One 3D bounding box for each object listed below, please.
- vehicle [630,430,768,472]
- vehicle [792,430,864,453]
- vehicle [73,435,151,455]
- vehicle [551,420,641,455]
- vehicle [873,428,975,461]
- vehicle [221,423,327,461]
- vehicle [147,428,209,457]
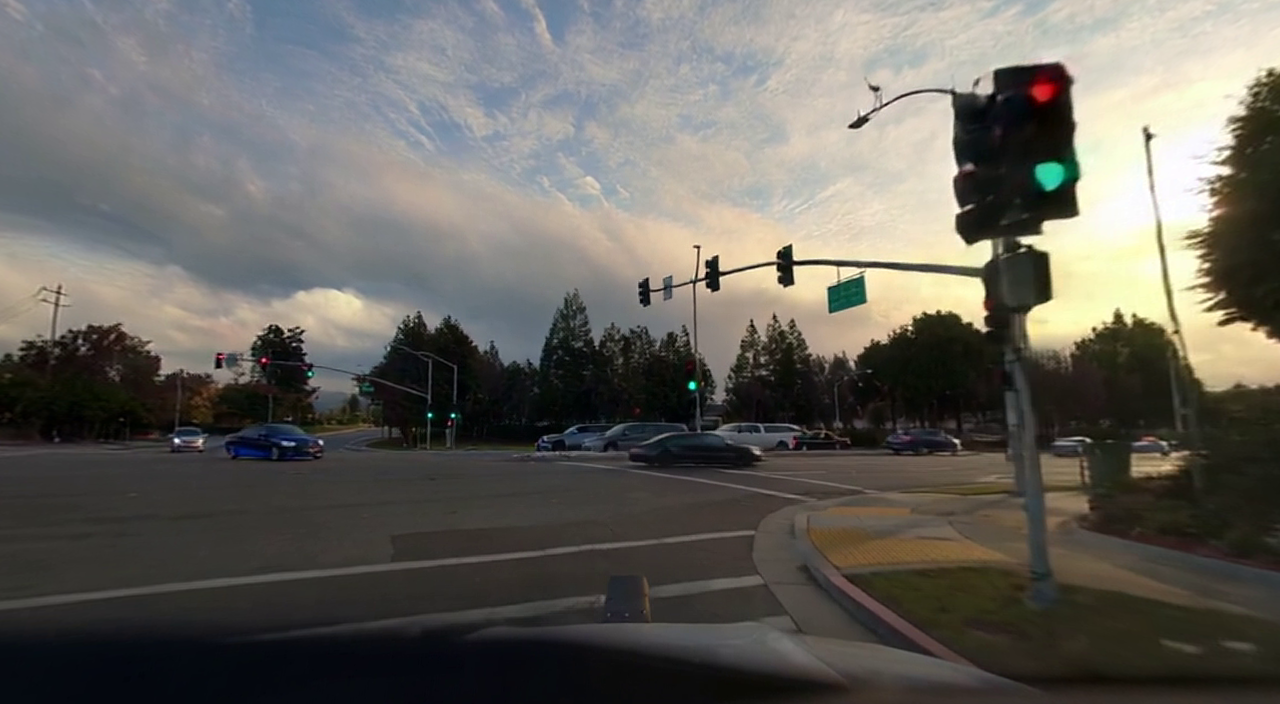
[{"bbox_3d":[1.980,3.416,21.956,4.425,1.366,1.865,1,-8,-8],"label":"vehicle"},{"bbox_3d":[12.274,5.822,41.119,4.457,1.429,1.862,4,-9,-28],"label":"vehicle"},{"bbox_3d":[-41.774,7.354,49.894,4.826,1.484,2.000,-2,-8,10],"label":"vehicle"},{"bbox_3d":[-2.329,4.591,33.657,4.360,1.749,1.895,5,-10,-30],"label":"vehicle"},{"bbox_3d":[13.701,4.423,30.304,5.032,1.473,1.827,5,-10,-30],"label":"vehicle"},{"bbox_3d":[-15.129,3.728,25.955,4.686,1.425,2.018,-7,-10,37],"label":"vehicle"},{"bbox_3d":[-31.111,6.067,42.367,2.450,1.807,5.332,8,-12,-44],"label":"vehicle"}]
